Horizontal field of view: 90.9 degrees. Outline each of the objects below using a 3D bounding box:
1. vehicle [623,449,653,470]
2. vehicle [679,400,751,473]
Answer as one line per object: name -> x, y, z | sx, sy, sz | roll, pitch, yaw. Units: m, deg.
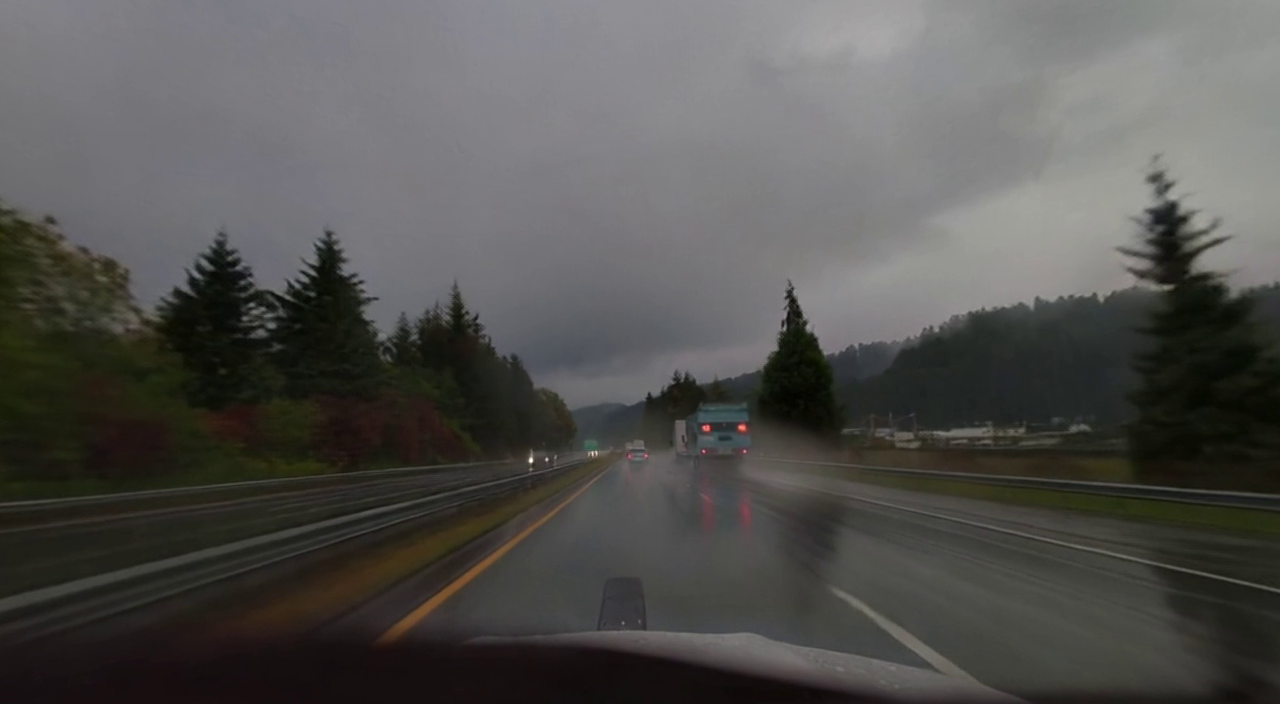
vehicle -> -0.150, 7.394, 43.537 | 1.926, 1.386, 3.615 | 0, -9, 0
vehicle -> 4.722, 5.945, 43.337 | 2.939, 4.129, 14.300 | 0, -9, -1
